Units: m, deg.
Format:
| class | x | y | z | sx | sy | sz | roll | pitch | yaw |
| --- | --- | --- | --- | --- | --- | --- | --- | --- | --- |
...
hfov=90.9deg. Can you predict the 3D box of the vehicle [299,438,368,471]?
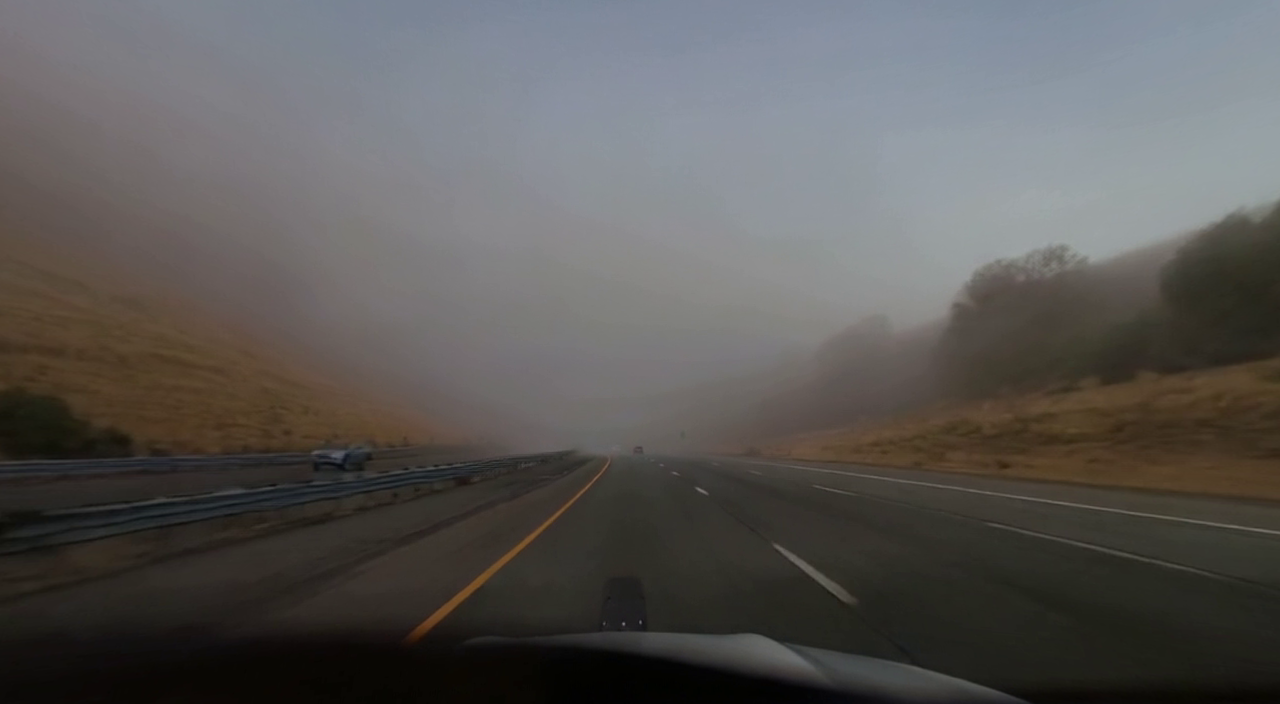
| class | x | y | z | sx | sy | sz | roll | pitch | yaw |
| --- | --- | --- | --- | --- | --- | --- | --- | --- | --- |
| vehicle | -18.354 | 6.105 | 38.027 | 1.963 | 1.828 | 4.594 | -1 | -8 | -2 |
